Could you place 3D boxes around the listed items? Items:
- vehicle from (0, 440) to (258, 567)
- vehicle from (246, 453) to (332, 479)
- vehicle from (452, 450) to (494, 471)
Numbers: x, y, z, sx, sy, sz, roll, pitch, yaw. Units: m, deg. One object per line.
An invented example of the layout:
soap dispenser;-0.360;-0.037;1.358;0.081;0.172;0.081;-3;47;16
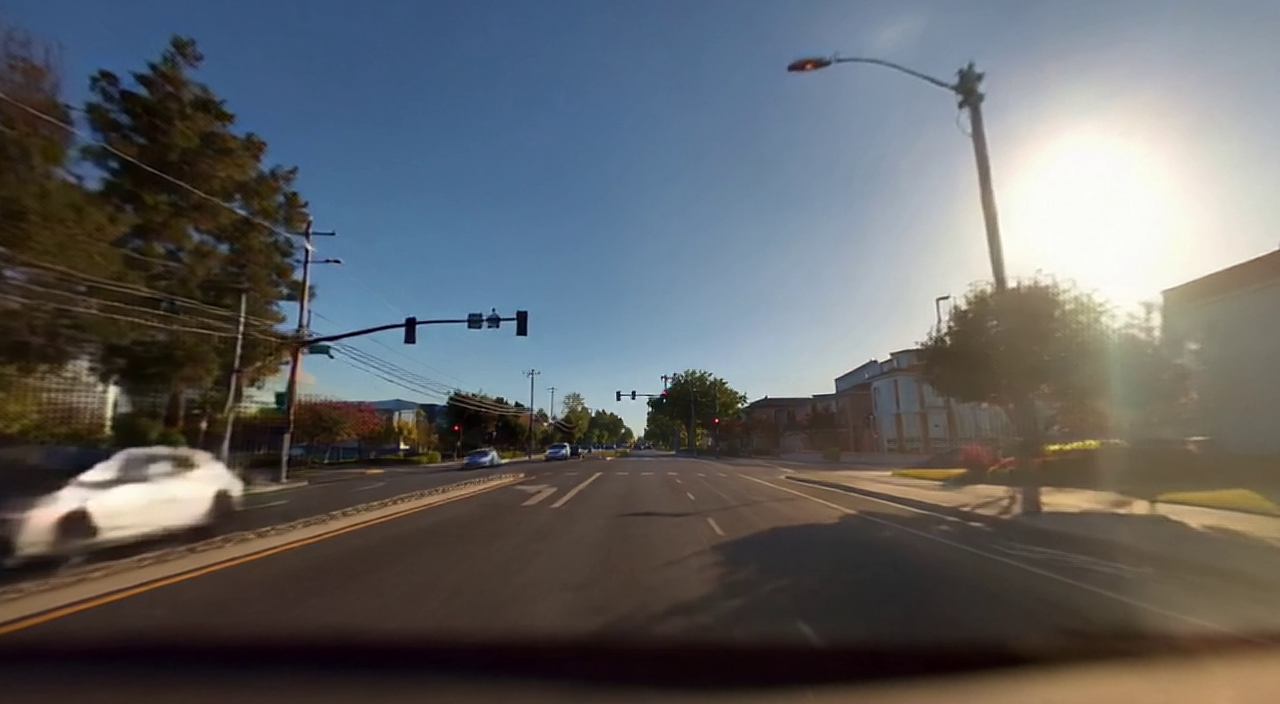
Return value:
vehicle;-8.795;2.335;10.599;1.986;1.665;4.284;0;-8;1
vehicle;-21.559;6.960;38.661;5.038;1.435;2.074;-4;-9;28
vehicle;-11.920;7.751;45.252;1.825;1.435;4.211;0;-8;1
